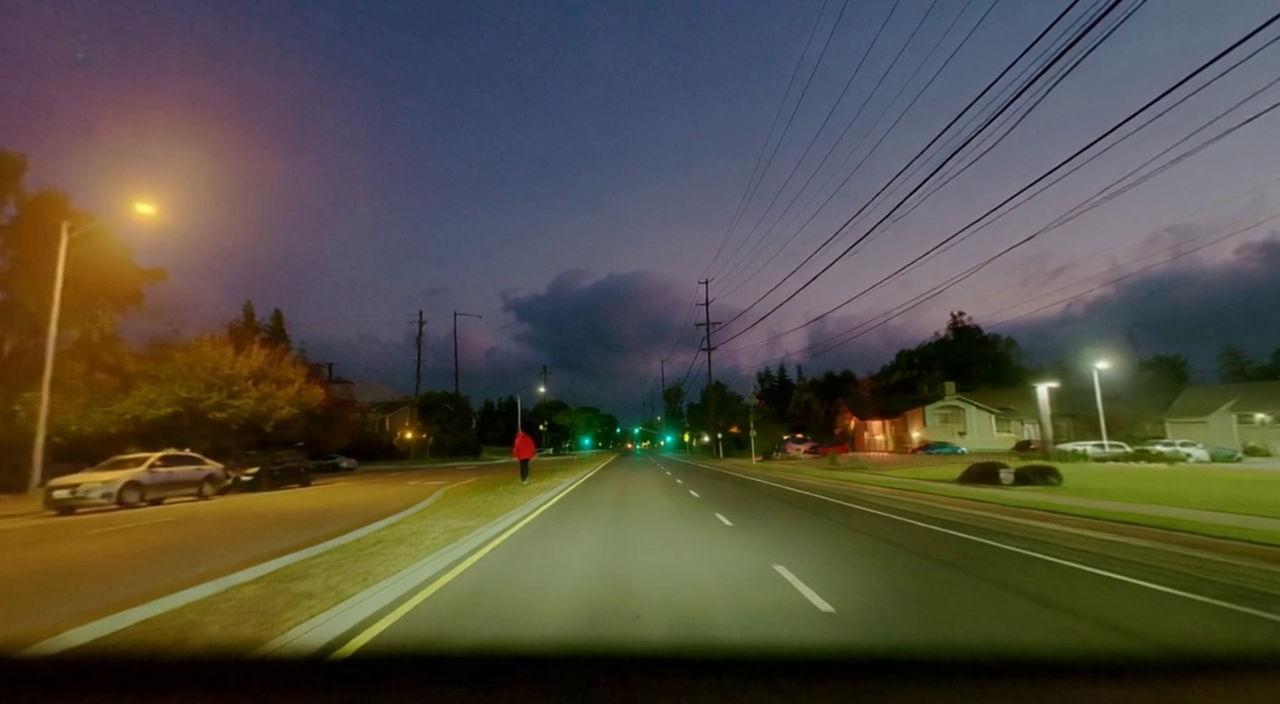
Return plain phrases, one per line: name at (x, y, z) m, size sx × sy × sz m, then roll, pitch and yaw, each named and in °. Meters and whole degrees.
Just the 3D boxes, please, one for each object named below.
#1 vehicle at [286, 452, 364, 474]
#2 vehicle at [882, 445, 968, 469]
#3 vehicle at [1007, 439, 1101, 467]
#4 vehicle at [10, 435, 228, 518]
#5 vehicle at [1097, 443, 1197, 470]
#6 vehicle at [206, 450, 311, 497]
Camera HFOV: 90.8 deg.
vehicle at (-21.865, 7.698, 44.017) m, size 4.354 × 1.450 × 2.043 m, roll 2°, pitch -9°, yaw -10°
vehicle at (17.473, 6.470, 38.896) m, size 4.246 × 1.427 × 2.055 m, roll 0°, pitch -9°, yaw 0°
vehicle at (31.318, 7.623, 48.011) m, size 2.206 × 1.971 × 5.600 m, roll 3°, pitch -9°, yaw -20°
vehicle at (-15.059, 3.572, 18.782) m, size 2.298 × 1.979 × 4.920 m, roll -3°, pitch -9°, yaw 0°
vehicle at (33.127, 6.811, 41.449) m, size 1.974 × 1.647 × 4.721 m, roll 2°, pitch -9°, yaw -15°
vehicle at (-15.453, 4.897, 25.908) m, size 2.106 × 1.517 × 4.632 m, roll -3°, pitch -8°, yaw -10°
